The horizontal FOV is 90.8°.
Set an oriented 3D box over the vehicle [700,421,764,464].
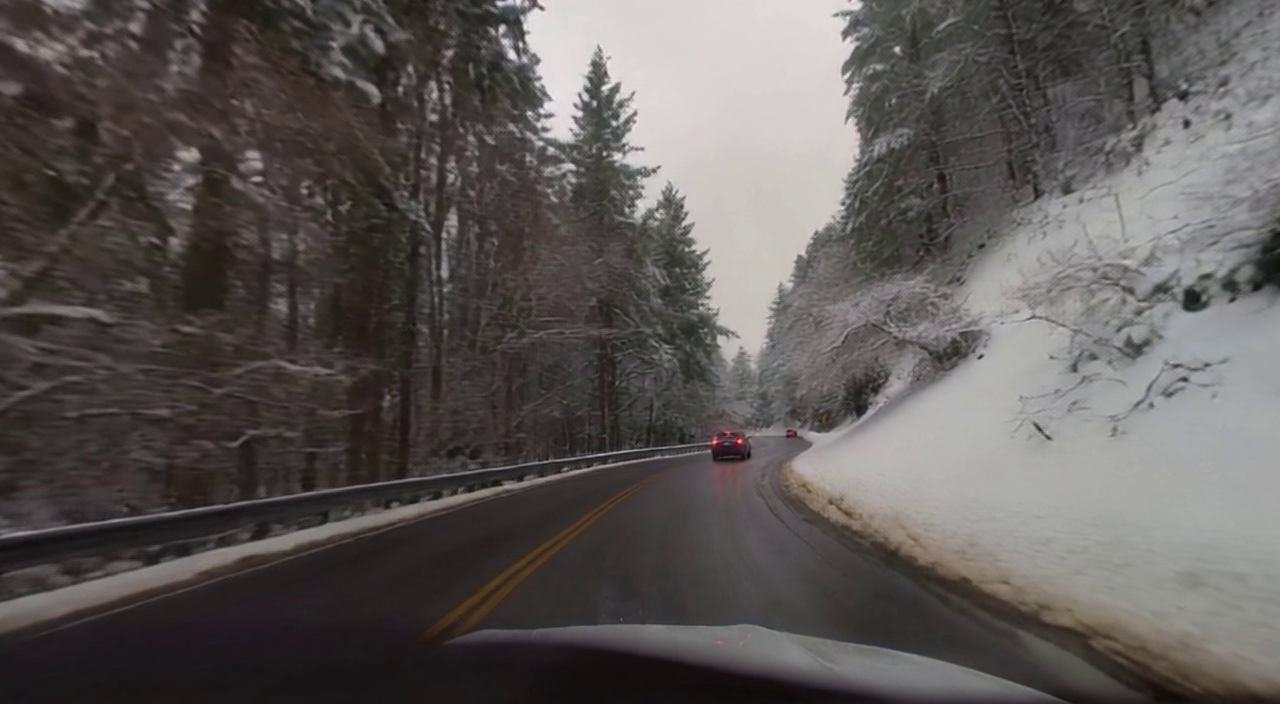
[{"bbox_3d":[4.768,4.627,31.946,2.469,1.953,5.605,-3,-9,15],"label":"vehicle"}]
